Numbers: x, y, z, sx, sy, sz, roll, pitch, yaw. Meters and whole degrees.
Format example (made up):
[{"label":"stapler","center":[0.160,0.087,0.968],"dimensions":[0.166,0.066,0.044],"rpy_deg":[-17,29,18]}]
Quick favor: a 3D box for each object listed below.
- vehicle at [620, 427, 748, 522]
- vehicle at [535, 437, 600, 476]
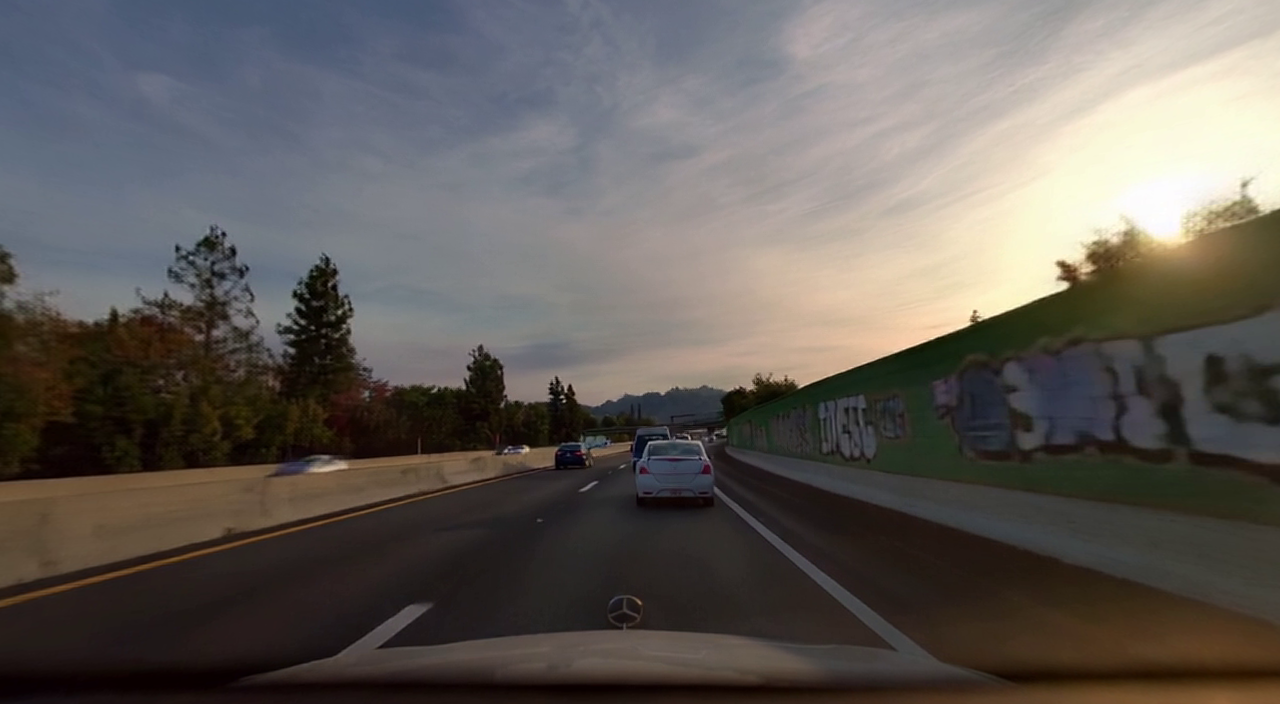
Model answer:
[{"label":"vehicle","center":[0.743,2.274,12.236],"dimensions":[2.077,1.533,3.854],"rpy_deg":[0,-8,1]},{"label":"vehicle","center":[-2.937,4.356,26.481],"dimensions":[2.059,1.471,4.152],"rpy_deg":[0,-8,3]}]
